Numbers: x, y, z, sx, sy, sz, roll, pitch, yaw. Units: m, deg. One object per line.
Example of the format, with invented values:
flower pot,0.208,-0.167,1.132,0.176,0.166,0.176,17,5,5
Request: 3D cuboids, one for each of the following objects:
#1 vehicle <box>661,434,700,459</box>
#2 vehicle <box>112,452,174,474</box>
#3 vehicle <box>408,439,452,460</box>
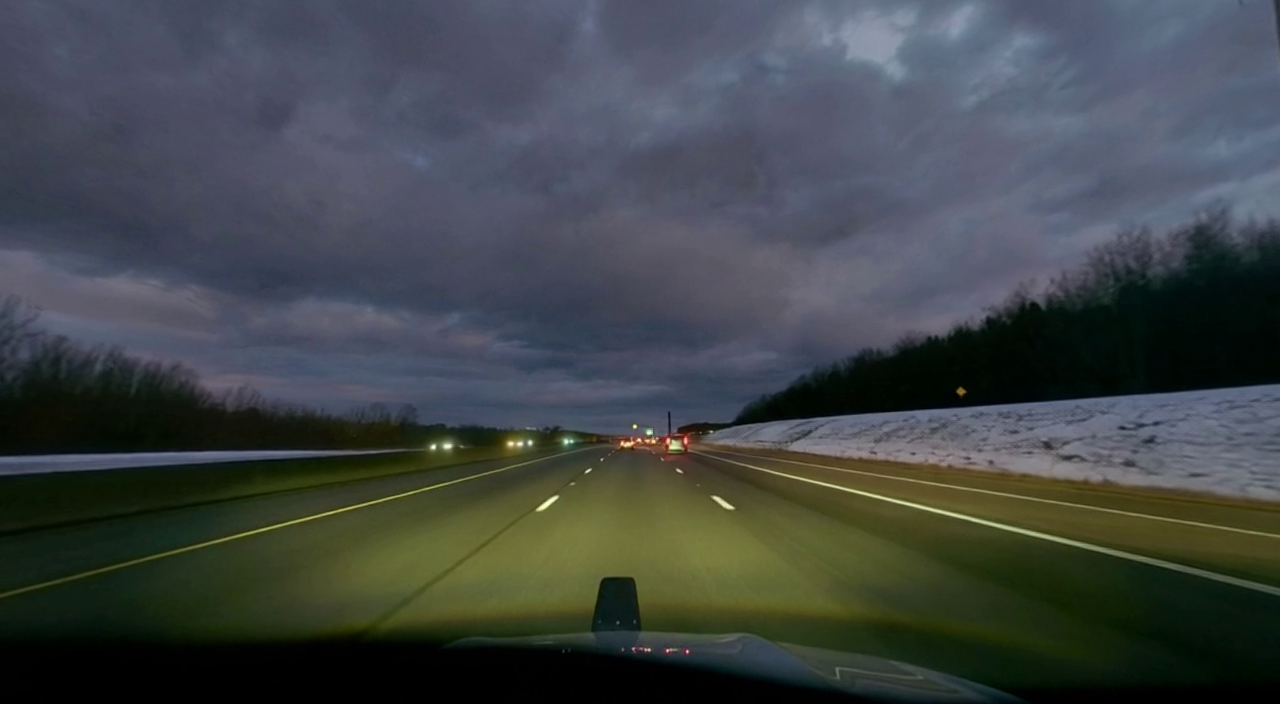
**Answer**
vehicle,2.531,6.058,40.443,2.041,1.551,3.974,1,-8,-3
vehicle,-38.978,8.684,49.417,1.809,1.498,4.358,1,-8,-9
vehicle,-16.466,7.644,49.615,1.904,1.539,4.683,0,-8,-1
